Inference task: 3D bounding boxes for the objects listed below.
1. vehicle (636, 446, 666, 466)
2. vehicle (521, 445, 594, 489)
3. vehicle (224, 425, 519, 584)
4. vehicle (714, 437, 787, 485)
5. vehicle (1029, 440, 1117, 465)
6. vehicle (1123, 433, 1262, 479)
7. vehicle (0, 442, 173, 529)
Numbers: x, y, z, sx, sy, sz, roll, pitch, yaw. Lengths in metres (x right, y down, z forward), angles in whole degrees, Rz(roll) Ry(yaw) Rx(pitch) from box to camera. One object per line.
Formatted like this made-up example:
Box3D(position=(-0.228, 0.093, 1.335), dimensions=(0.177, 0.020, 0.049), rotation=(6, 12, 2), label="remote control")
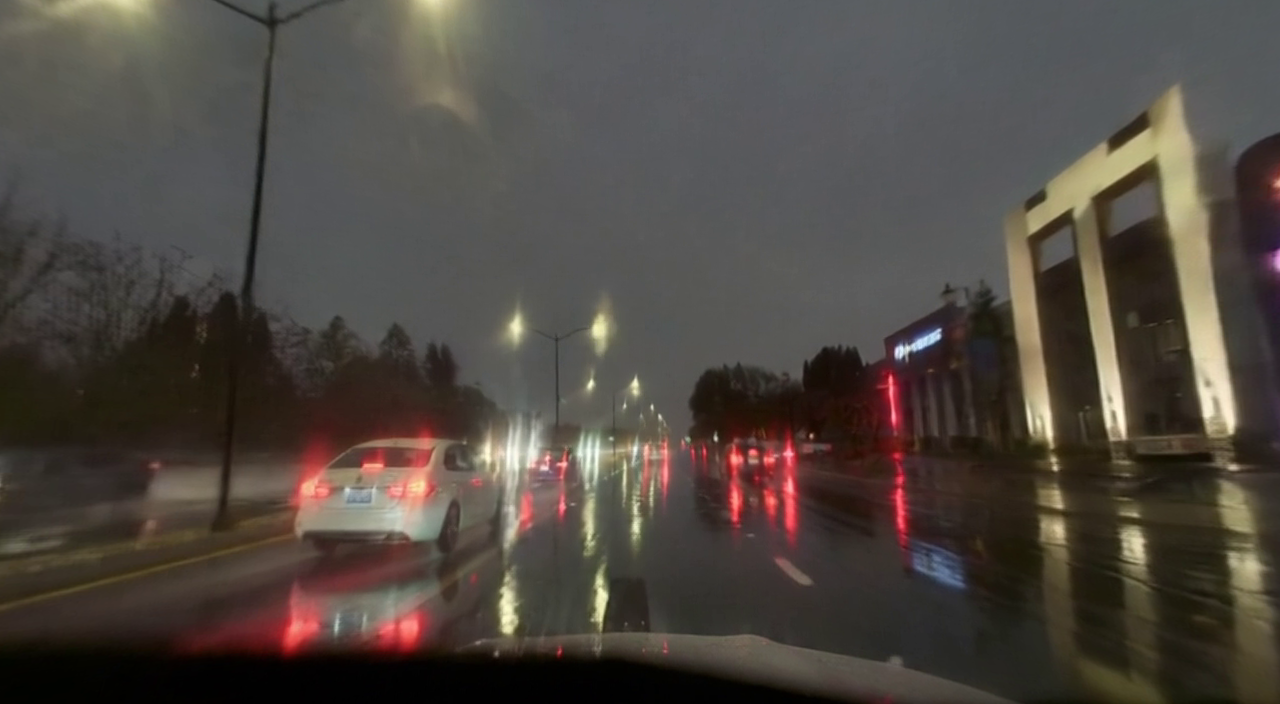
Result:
Box3D(position=(0.874, 7.919, 48.113), dimensions=(2.164, 1.477, 3.988), rotation=(-1, -8, 2), label="vehicle")
Box3D(position=(-2.924, 4.176, 23.306), dimensions=(1.980, 1.454, 4.226), rotation=(-1, -8, 2), label="vehicle")
Box3D(position=(-3.127, 1.860, 8.616), dimensions=(2.118, 1.568, 4.436), rotation=(0, -8, -1), label="vehicle")
Box3D(position=(4.284, 4.291, 25.060), dimensions=(2.103, 1.699, 4.171), rotation=(0, -8, 0), label="vehicle")
Box3D(position=(30.378, 7.090, 44.363), dimensions=(4.667, 1.674, 1.767), rotation=(-1, -9, 9), label="vehicle")
Box3D(position=(17.882, 3.355, 20.450), dimensions=(3.368, 1.389, 1.595), rotation=(2, -9, -12), label="vehicle")
Box3D(position=(-12.247, 2.616, 12.899), dimensions=(2.110, 1.512, 4.107), rotation=(-1, -8, 2), label="vehicle")
